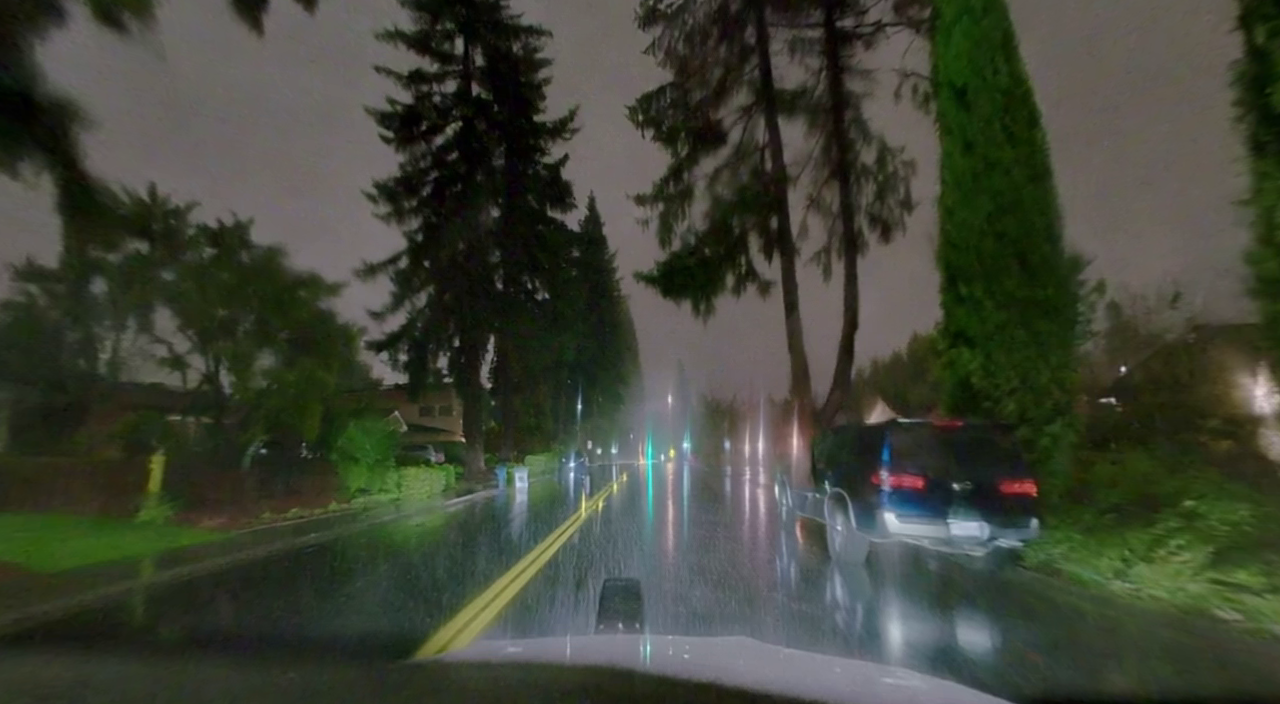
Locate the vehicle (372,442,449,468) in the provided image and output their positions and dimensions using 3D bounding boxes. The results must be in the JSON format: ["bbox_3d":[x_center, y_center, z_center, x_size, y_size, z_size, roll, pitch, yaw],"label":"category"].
[{"bbox_3d":[-14.005,6.263,38.409,4.668,1.491,1.941,-6,-10,32],"label":"vehicle"}]

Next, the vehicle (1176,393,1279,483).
[{"bbox_3d":[16.977,2.249,15.371,5.764,2.067,2.261,0,-9,35],"label":"vehicle"}]

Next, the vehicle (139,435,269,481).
[{"bbox_3d":[-16.224,3.912,23.470,4.526,1.539,2.120,-5,-10,30],"label":"vehicle"}]

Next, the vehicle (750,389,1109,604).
[{"bbox_3d":[2.954,1.641,8.212,2.150,1.811,5.461,-1,-8,1],"label":"vehicle"}]

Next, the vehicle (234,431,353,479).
[{"bbox_3d":[-14.024,4.145,25.534,4.537,1.751,2.051,-5,-10,29],"label":"vehicle"}]

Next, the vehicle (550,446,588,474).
[{"bbox_3d":[-4.946,7.599,44.625,1.924,1.765,4.542,-4,-10,3],"label":"vehicle"}]
